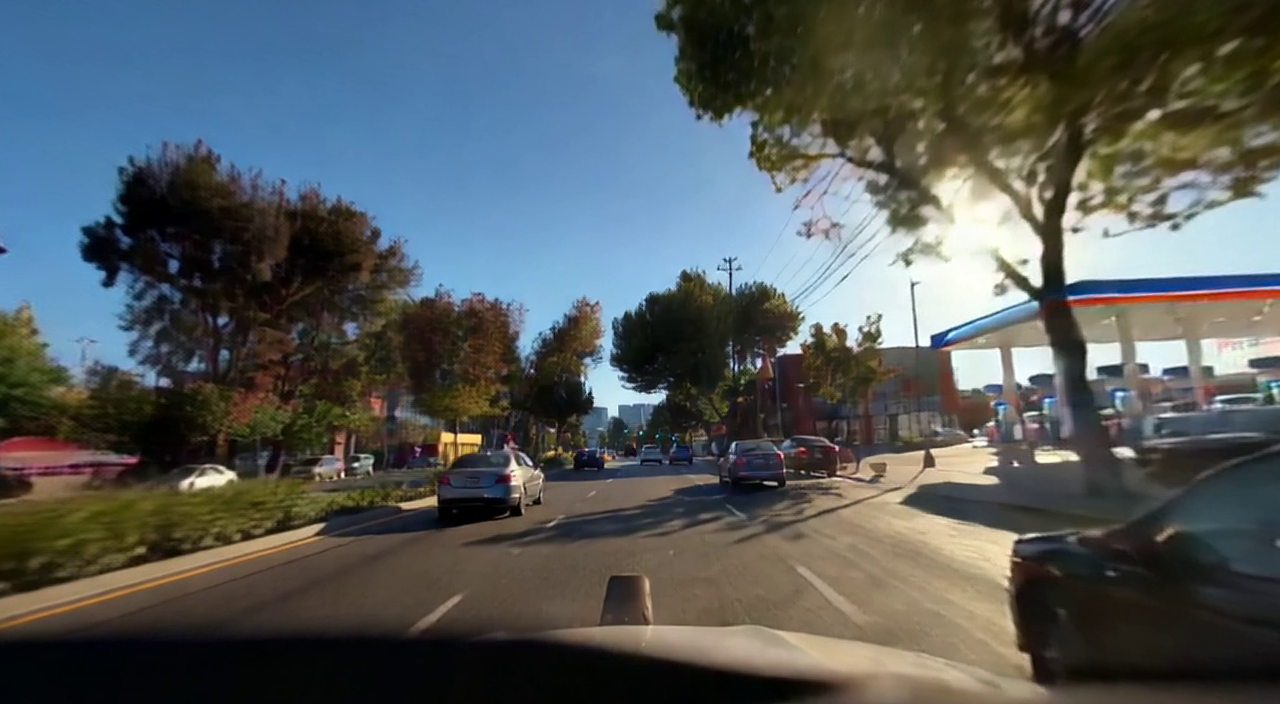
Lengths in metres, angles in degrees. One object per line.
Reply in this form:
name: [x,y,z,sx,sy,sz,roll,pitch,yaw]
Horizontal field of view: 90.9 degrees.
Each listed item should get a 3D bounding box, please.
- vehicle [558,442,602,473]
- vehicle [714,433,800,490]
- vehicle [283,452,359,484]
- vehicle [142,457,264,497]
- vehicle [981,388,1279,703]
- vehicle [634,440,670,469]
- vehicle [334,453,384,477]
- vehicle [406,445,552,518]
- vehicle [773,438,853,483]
vehicle: [-3.263,5.834,35.140,1.988,1.645,3.995,0,-8,1]
vehicle: [3.821,3.669,21.485,1.980,1.709,4.813,0,-8,0]
vehicle: [-18.555,6.741,36.944,1.947,1.616,4.638,0,-8,1]
vehicle: [-19.102,5.463,27.881,1.890,1.472,4.769,0,-8,1]
vehicle: [3.170,0.819,1.767,1.919,1.502,4.572,0,-8,1]
vehicle: [0.730,6.472,40.010,2.192,1.674,4.124,0,-8,1]
vehicle: [-21.805,8.772,49.088,1.821,1.645,4.211,0,-8,1]
vehicle: [-3.336,2.767,14.086,2.013,1.354,4.393,0,-8,1]
vehicle: [7.340,4.671,27.328,2.417,1.736,5.043,-1,-9,5]
